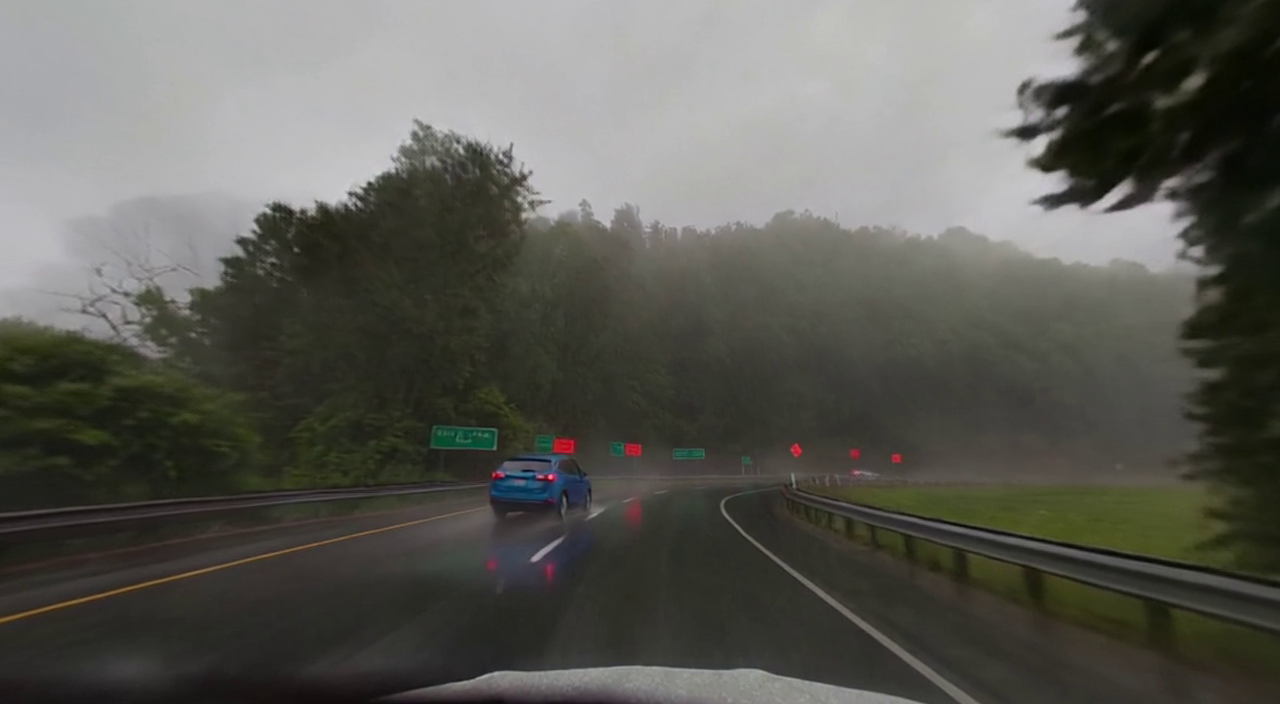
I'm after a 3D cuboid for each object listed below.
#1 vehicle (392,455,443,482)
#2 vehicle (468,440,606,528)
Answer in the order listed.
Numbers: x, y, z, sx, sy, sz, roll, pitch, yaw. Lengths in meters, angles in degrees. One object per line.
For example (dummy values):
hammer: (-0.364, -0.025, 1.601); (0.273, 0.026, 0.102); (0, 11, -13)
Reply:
vehicle: (-13.086, 6.899, 37.333); (1.758, 1.470, 3.823); (1, -10, -3)
vehicle: (-2.139, 2.969, 14.564); (1.997, 1.692, 4.422); (-1, -10, 6)
